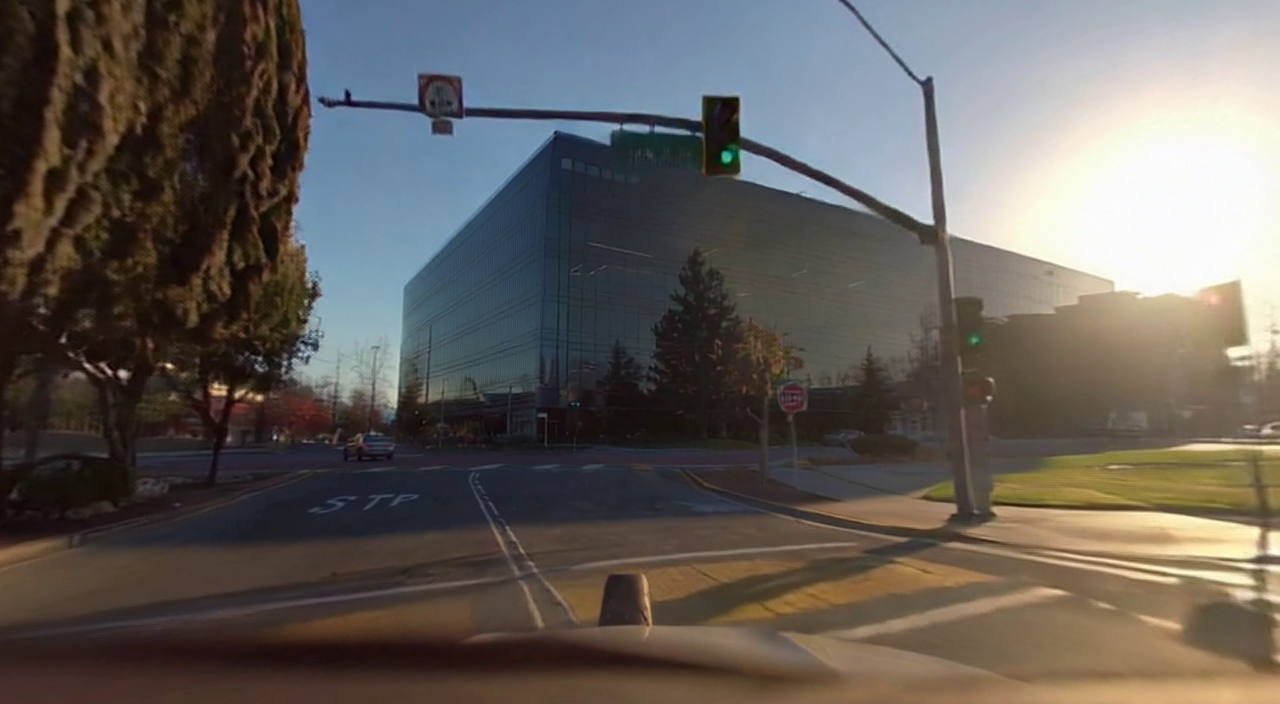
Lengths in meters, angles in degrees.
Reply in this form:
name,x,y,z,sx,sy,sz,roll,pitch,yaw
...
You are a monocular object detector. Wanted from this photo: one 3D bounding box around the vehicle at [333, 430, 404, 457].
name,x,y,z,sx,sy,sz,roll,pitch,yaw
vehicle,-20.592,6.993,47.728,5.570,1.923,2.336,-6,-11,35
